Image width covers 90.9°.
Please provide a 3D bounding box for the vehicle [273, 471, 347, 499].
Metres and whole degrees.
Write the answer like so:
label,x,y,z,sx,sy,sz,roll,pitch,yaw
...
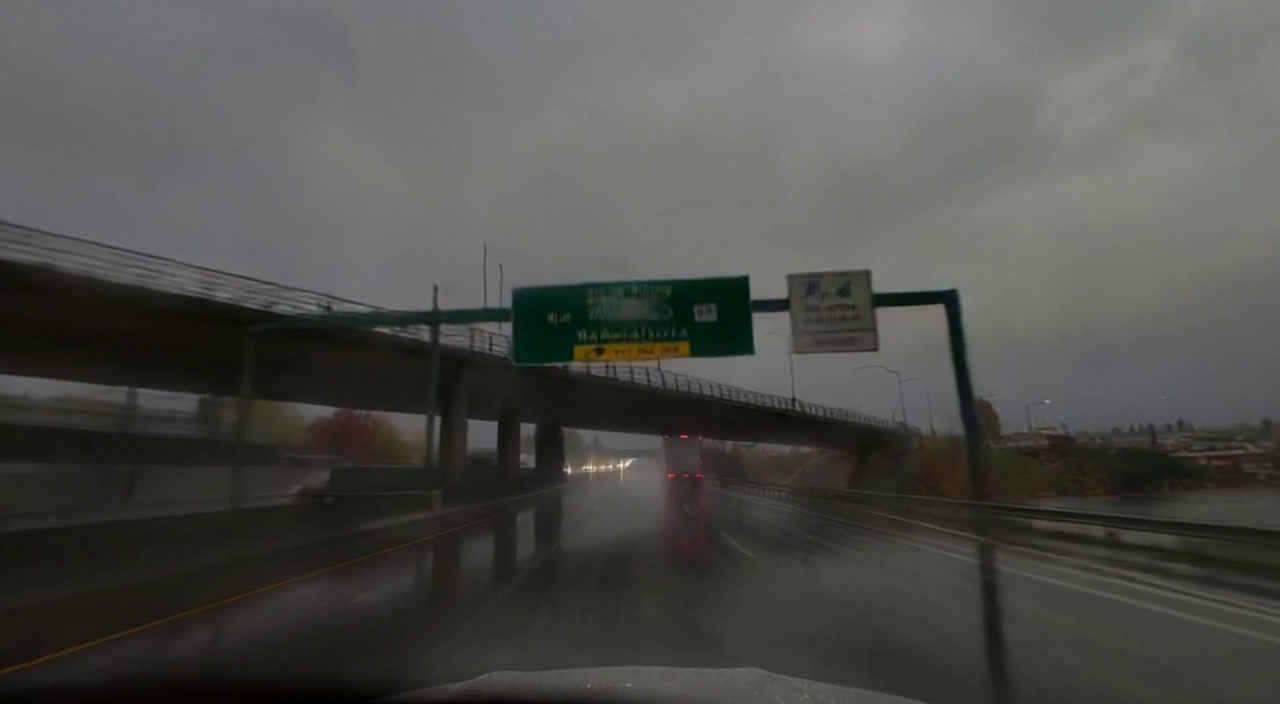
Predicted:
label,x,y,z,sx,sy,sz,roll,pitch,yaw
vehicle,-19.674,7.948,37.758,2.050,1.508,4.321,1,-10,0
